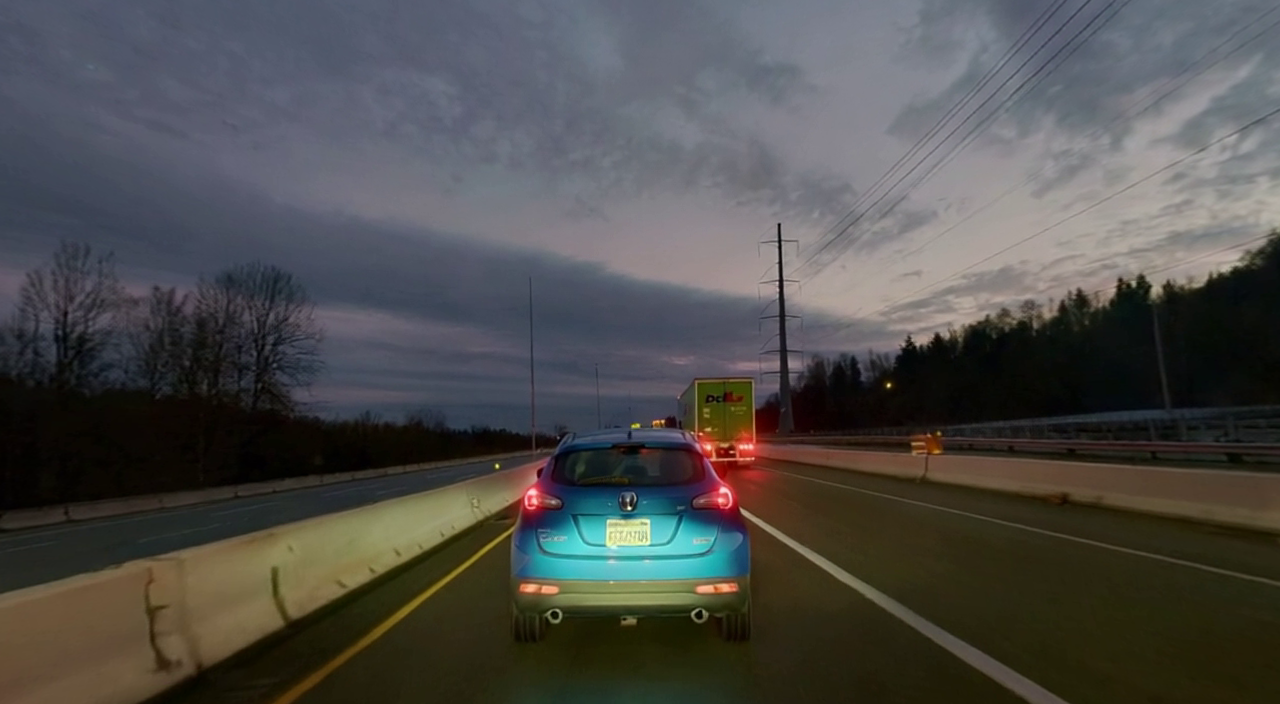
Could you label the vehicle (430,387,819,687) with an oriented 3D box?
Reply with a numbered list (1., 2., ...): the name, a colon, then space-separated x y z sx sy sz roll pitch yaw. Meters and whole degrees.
1. vehicle: -0.133 1.255 5.384 2.062 1.581 3.914 0 -8 -2
